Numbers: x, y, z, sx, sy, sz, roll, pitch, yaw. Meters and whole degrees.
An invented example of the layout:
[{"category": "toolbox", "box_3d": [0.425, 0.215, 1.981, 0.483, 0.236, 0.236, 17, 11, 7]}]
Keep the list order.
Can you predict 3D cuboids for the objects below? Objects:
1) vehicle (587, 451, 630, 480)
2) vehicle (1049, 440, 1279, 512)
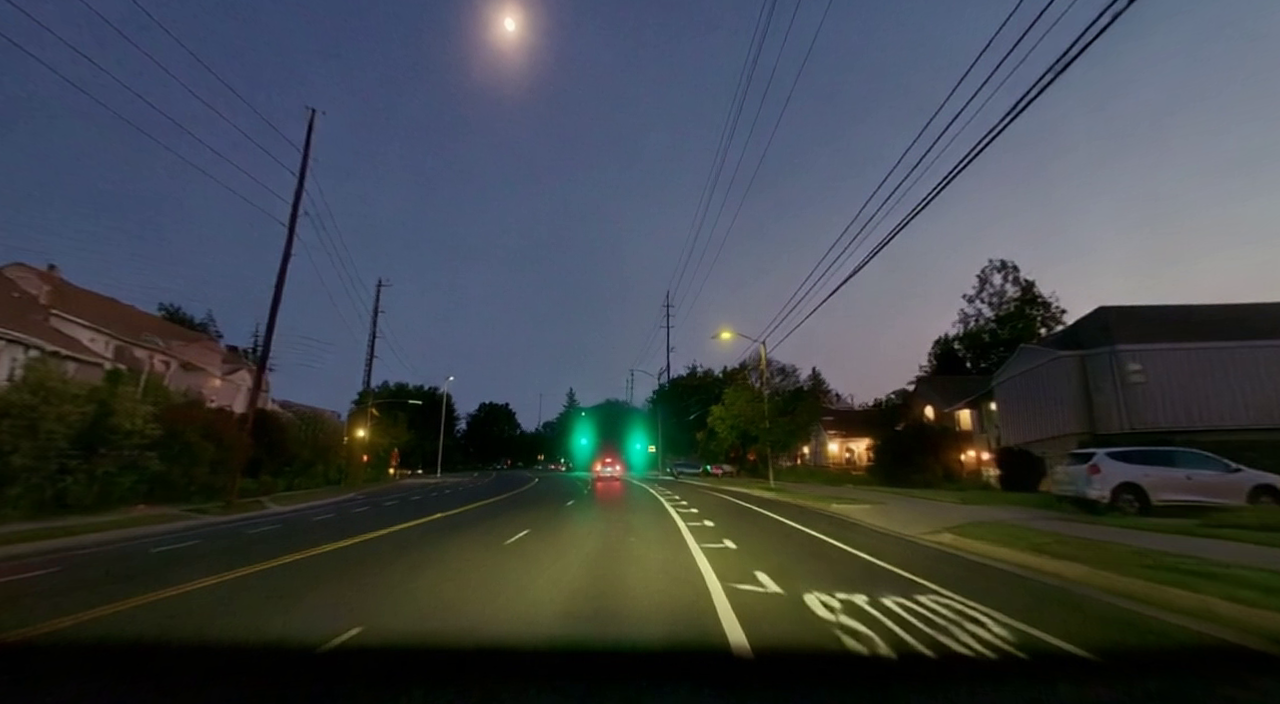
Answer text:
[{"category": "vehicle", "box_3d": [-2.355, 8.157, 45.494, 2.284, 1.741, 4.702, 4, -8, -12]}, {"category": "vehicle", "box_3d": [12.526, 2.831, 14.672, 4.648, 1.511, 1.919, 0, -8, -2]}]
